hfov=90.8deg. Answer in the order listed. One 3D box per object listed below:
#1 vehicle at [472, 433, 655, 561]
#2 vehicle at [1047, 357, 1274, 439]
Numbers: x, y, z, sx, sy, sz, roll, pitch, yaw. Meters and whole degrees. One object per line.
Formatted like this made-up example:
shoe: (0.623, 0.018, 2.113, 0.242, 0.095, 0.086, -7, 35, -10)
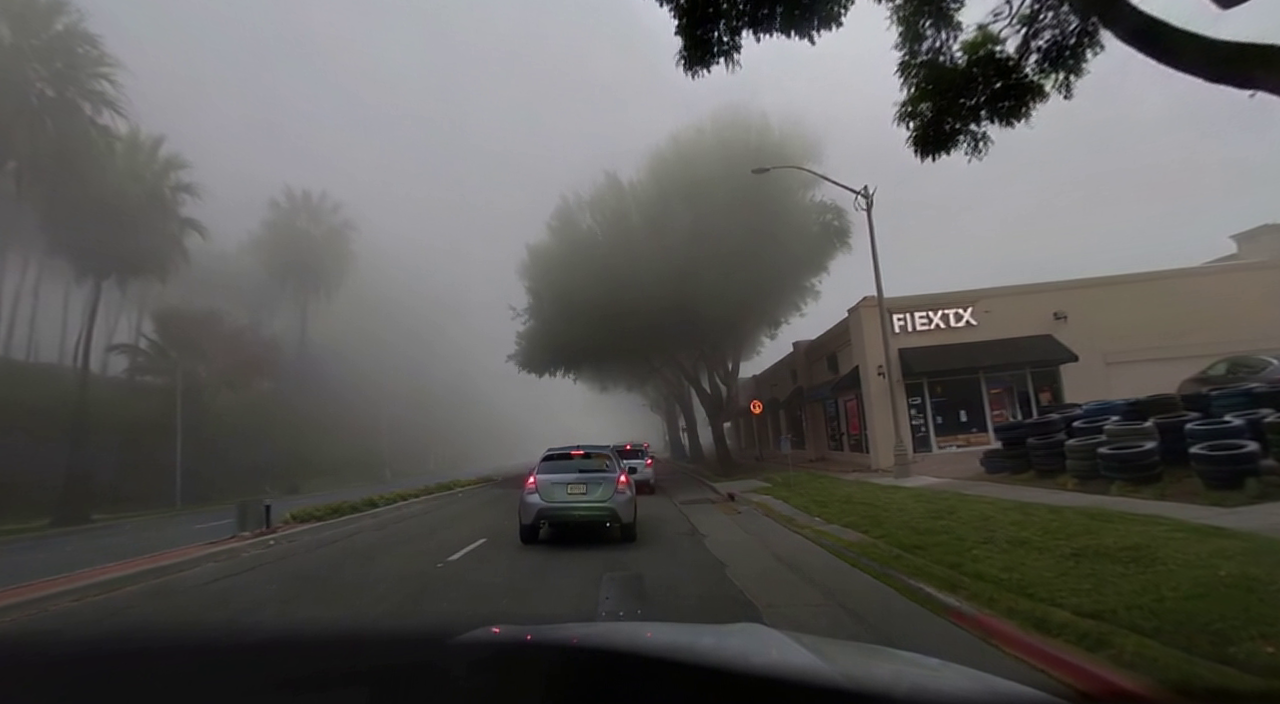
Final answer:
vehicle: (-0.965, 2.034, 9.614, 2.169, 1.495, 4.048, 0, -8, -2)
vehicle: (13.351, 1.360, 16.741, 1.854, 1.693, 4.798, -1, -10, 0)
